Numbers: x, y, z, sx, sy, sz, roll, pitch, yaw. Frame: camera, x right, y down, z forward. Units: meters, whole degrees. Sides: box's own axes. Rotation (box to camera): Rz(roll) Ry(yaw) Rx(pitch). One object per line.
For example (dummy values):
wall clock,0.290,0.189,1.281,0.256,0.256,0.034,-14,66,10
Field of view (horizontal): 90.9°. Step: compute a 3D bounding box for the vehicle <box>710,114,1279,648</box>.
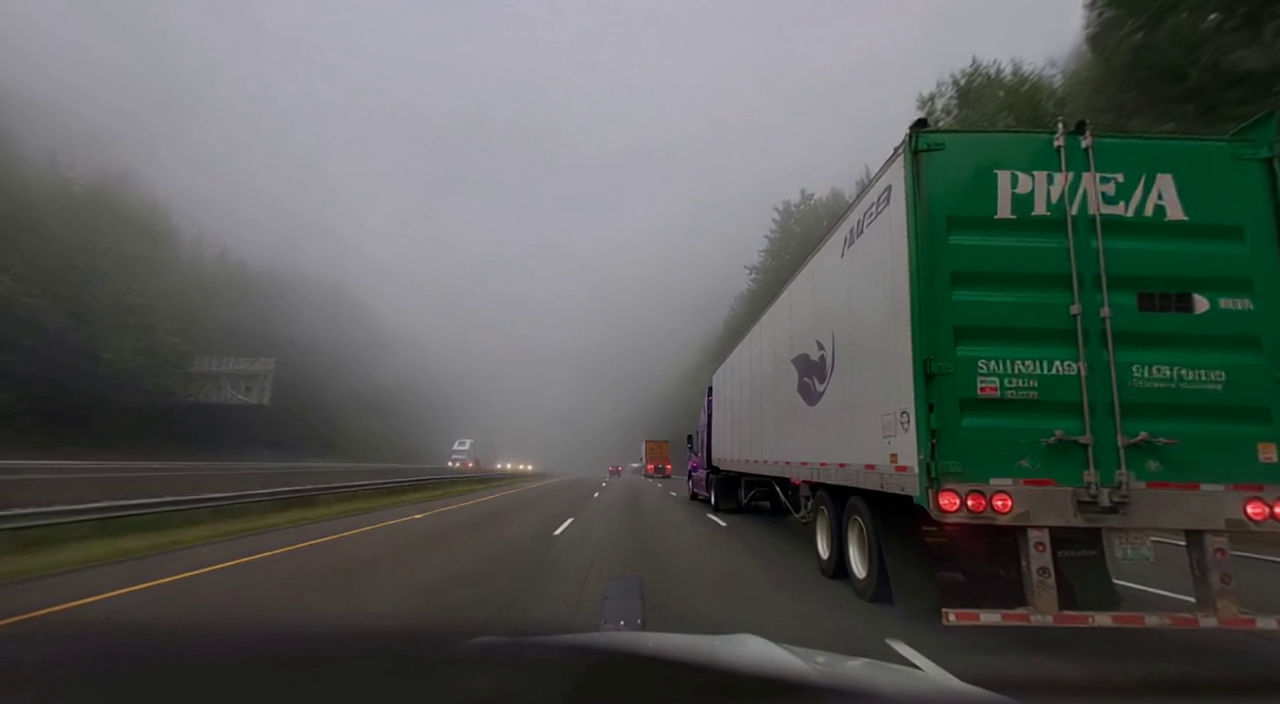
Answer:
vehicle,3.558,1.331,11.657,2.856,4.040,14.009,1,-10,0
